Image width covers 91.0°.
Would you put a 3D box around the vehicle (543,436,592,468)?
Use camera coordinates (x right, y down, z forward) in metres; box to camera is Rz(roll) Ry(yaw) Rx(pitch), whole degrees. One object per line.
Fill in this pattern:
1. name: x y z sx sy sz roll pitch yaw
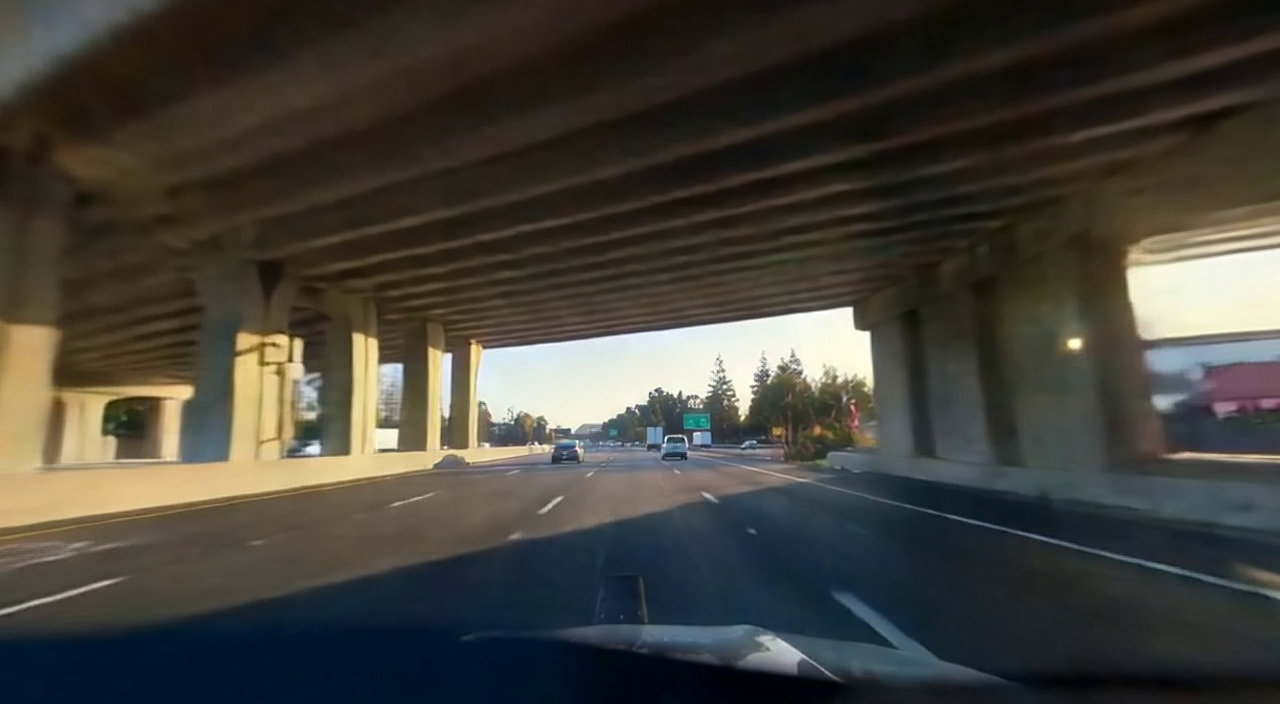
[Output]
1. vehicle: -3.650 5.124 32.403 2.066 1.500 4.415 0 -8 -1
